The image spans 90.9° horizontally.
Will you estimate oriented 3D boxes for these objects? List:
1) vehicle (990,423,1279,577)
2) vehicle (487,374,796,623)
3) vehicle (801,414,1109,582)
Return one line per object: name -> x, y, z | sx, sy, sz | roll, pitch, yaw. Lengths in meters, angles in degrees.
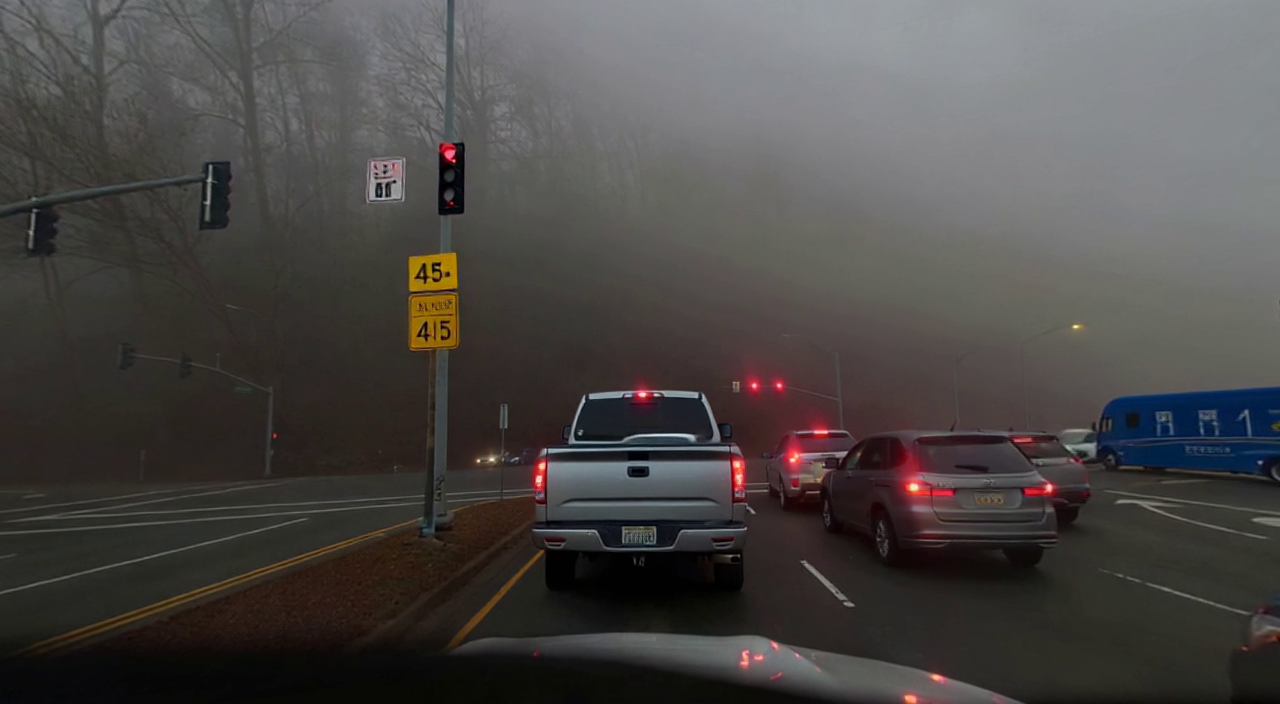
vehicle -> 6.830, 1.747, 8.289 | 1.973, 1.470, 4.228 | 0, -8, 0
vehicle -> 0.041, 1.470, 7.335 | 2.326, 1.880, 4.964 | 0, -8, 1
vehicle -> 3.578, 1.717, 8.194 | 1.981, 1.616, 4.006 | 0, -8, 1
